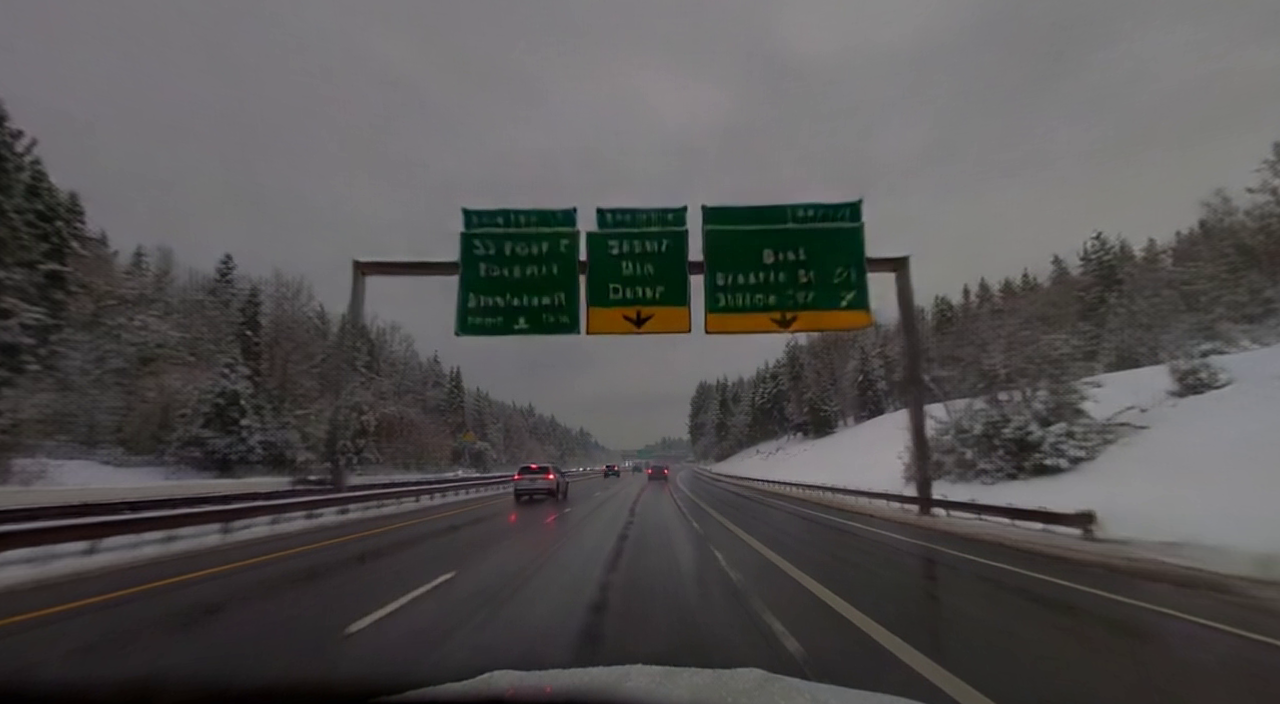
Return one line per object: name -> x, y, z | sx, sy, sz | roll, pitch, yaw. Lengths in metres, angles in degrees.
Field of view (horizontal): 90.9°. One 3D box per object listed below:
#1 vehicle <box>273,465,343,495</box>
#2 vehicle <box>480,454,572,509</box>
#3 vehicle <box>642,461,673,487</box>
vehicle -> -17.587, 6.758, 33.520 | 1.660, 1.446, 3.559 | 1, -10, 1
vehicle -> -3.652, 4.293, 21.125 | 2.063, 1.556, 4.740 | 1, -10, 1
vehicle -> 1.202, 8.217, 42.458 | 2.000, 1.594, 3.996 | 1, -10, 2
